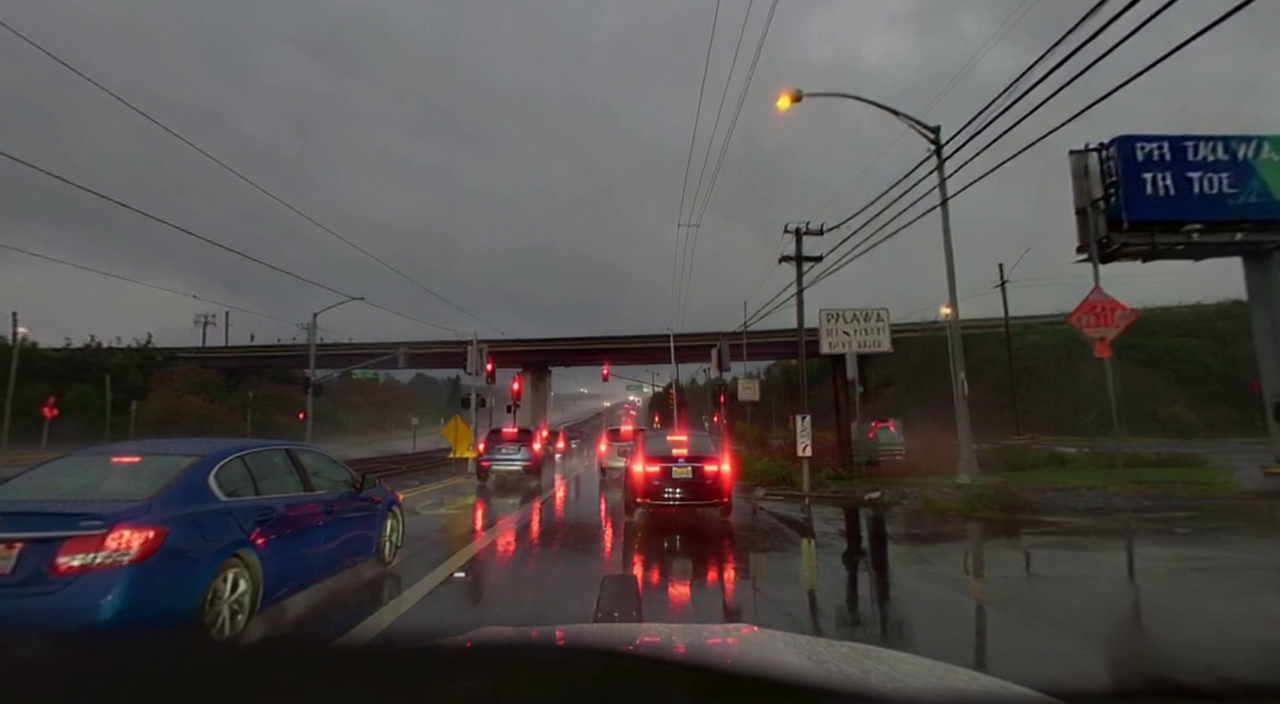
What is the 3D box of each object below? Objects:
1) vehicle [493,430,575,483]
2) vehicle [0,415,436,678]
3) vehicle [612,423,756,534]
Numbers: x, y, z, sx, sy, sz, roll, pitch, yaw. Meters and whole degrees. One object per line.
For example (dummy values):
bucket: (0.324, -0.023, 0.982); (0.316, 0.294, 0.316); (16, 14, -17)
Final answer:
vehicle: (-3.267, 3.335, 20.339); (1.984, 1.505, 4.047); (0, -8, -1)
vehicle: (-3.632, 1.440, 5.918); (1.956, 1.468, 4.585); (0, -8, -1)
vehicle: (0.531, 2.057, 10.854); (1.998, 1.529, 3.960); (0, -9, -3)
